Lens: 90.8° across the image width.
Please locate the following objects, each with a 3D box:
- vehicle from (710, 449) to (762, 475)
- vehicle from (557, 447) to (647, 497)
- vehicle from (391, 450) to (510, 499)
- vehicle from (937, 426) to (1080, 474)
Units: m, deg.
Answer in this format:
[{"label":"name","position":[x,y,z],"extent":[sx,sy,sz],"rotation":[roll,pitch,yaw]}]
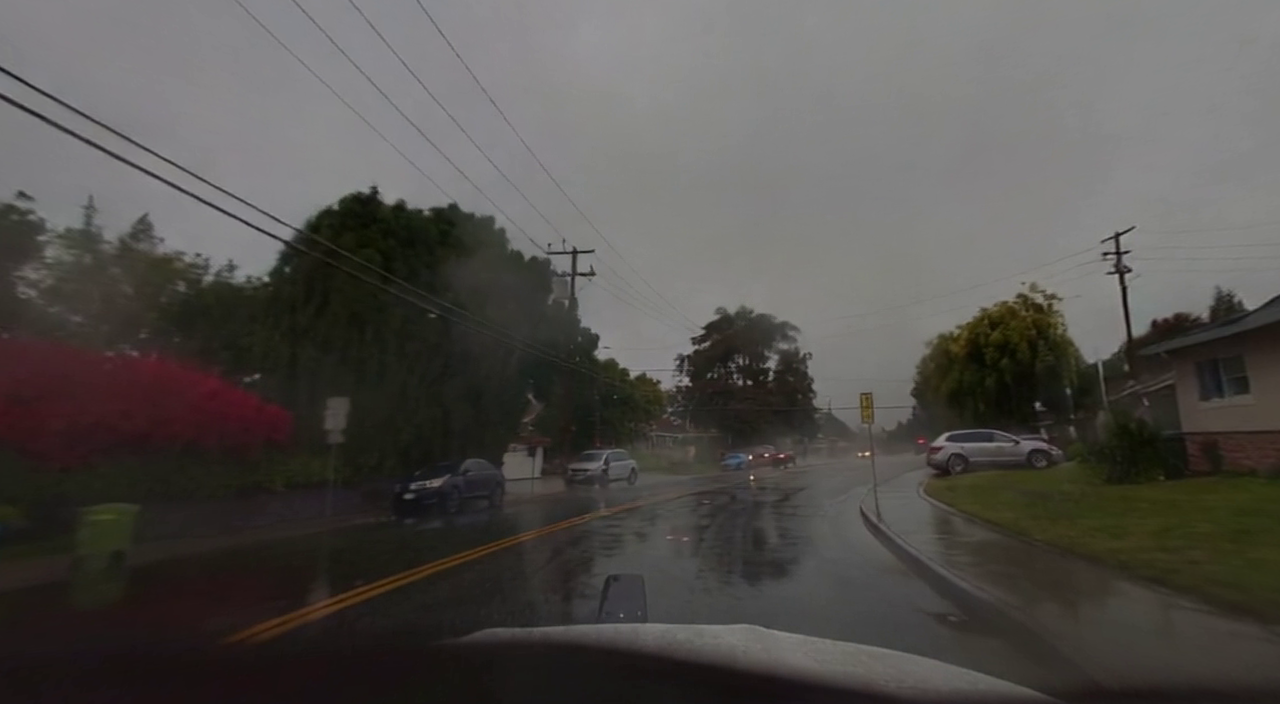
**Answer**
[{"label":"vehicle","position":[6.124,7.028,40.135],"extent":[1.971,1.539,4.110],"rotation":[-6,-13,27]},{"label":"vehicle","position":[-1.468,5.006,26.065],"extent":[2.056,1.726,4.463],"rotation":[-8,-14,19]},{"label":"vehicle","position":[-7.845,4.937,25.975],"extent":[4.758,1.802,2.155],"rotation":[-6,-11,35]},{"label":"vehicle","position":[13.529,3.634,23.544],"extent":[4.339,1.668,1.812],"rotation":[-4,-9,24]}]
